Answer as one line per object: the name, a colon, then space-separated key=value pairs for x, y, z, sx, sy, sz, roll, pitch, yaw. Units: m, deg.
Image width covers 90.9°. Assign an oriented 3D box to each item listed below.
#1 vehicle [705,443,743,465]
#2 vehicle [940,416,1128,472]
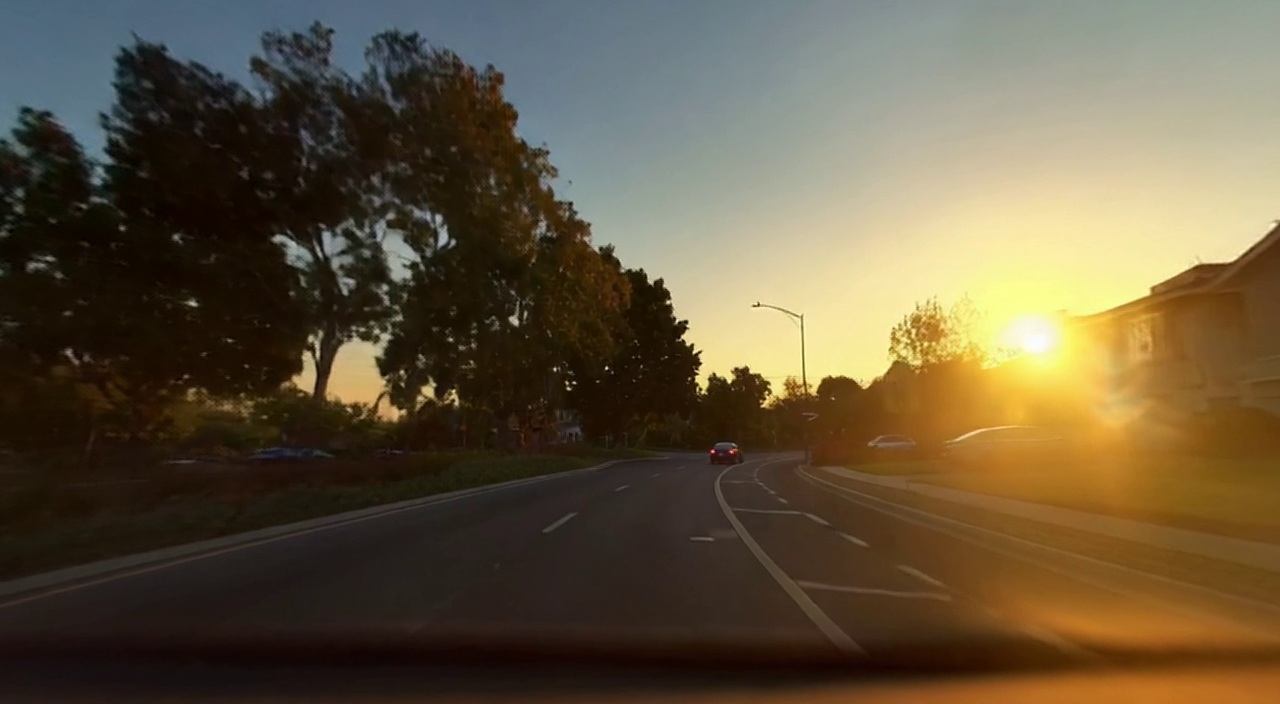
vehicle: x=5.903 y=7.099 z=43.994 sx=2.050 sy=1.456 sz=4.003 roll=-2 pitch=-9 yaw=15
vehicle: x=13.515 y=3.222 z=21.995 sx=4.999 sy=1.791 sz=2.177 roll=-2 pitch=-9 yaw=11
